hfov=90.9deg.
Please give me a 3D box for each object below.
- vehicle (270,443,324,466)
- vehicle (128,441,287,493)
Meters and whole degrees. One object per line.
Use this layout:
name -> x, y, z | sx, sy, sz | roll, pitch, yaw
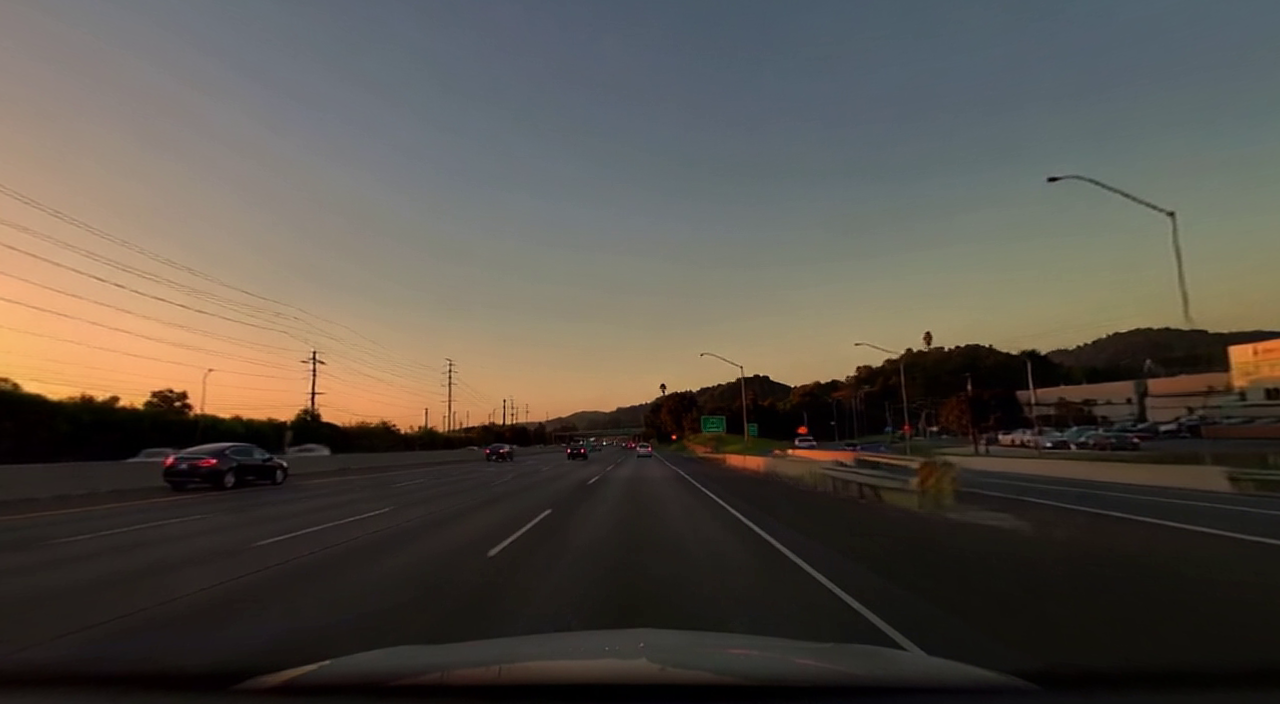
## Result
vehicle -> -22.758, 6.792, 41.969 | 1.566, 1.433, 3.548 | -2, -9, 1
vehicle -> -13.778, 3.650, 20.487 | 1.988, 1.477, 4.442 | 0, -8, 0
